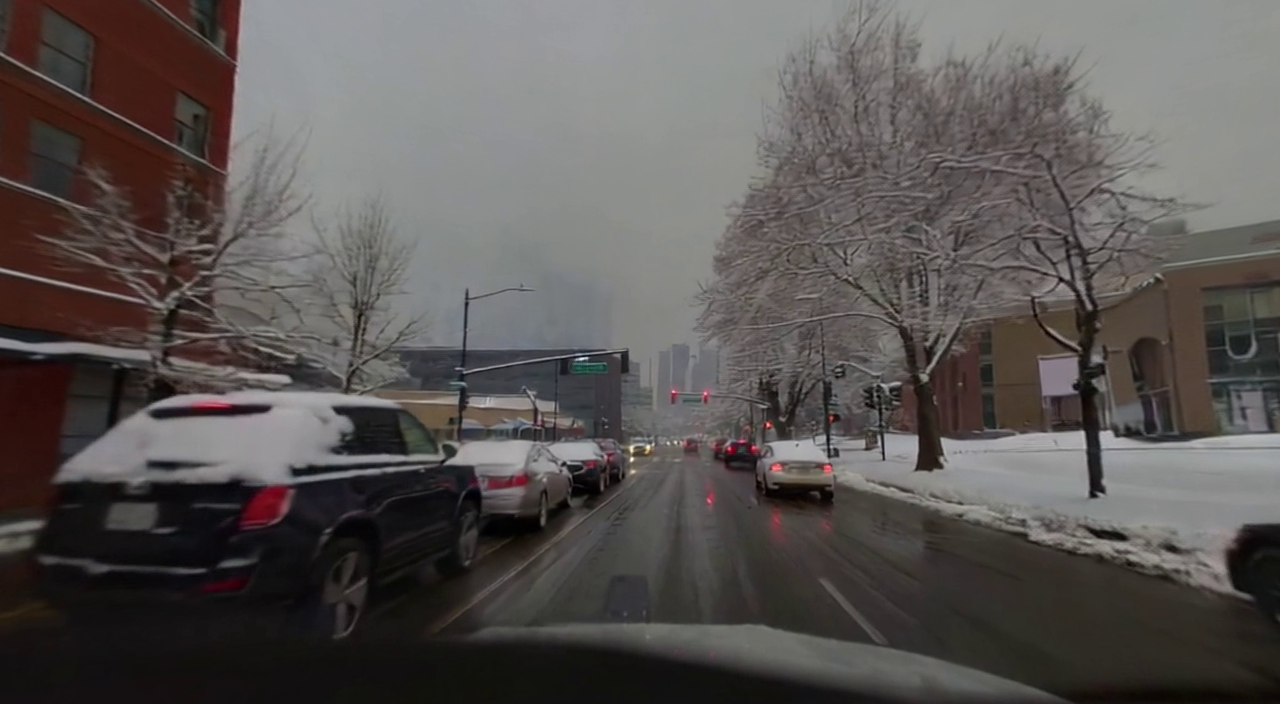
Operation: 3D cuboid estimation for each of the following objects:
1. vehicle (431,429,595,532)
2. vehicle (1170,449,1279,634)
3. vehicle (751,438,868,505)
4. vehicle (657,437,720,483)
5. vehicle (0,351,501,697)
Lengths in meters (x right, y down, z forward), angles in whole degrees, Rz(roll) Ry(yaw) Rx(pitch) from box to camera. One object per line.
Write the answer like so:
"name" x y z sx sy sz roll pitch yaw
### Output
"vehicle" -2.095 2.277 11.844 1.857 1.531 4.481 -1 -8 4
"vehicle" 5.991 1.325 3.733 1.956 1.446 4.537 -1 -8 4
"vehicle" 4.197 3.022 16.458 2.150 1.464 4.467 -1 -8 5
"vehicle" 1.784 3.953 23.358 2.102 1.521 4.078 -1 -8 4
"vehicle" -2.885 1.220 5.596 2.043 1.819 4.294 -1 -8 4
